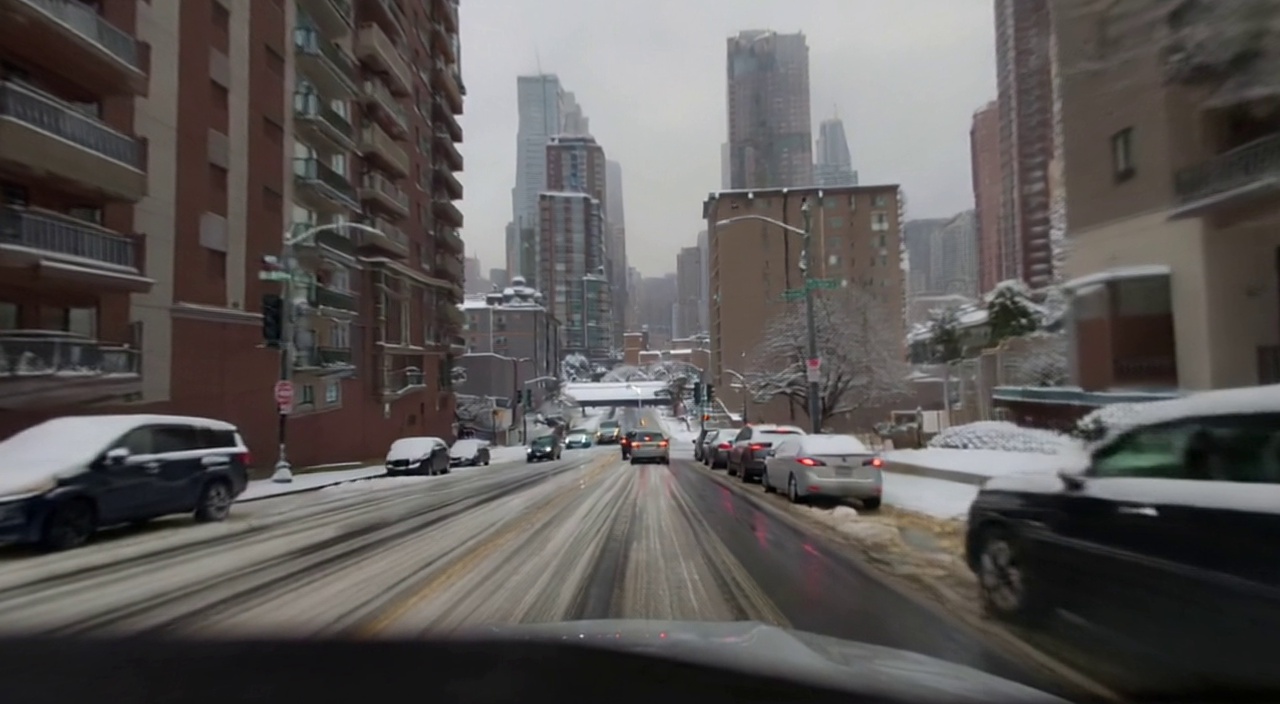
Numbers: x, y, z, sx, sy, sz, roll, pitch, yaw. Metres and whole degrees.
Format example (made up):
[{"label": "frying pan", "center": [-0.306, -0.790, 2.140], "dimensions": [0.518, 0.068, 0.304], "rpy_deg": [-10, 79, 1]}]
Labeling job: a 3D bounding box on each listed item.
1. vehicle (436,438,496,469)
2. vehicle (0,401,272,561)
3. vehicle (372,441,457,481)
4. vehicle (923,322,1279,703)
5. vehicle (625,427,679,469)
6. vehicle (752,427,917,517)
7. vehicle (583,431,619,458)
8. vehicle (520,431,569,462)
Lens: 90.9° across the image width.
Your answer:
[{"label": "vehicle", "center": [-9.298, 5.476, 34.114], "dimensions": [2.002, 1.546, 4.339], "rpy_deg": [0, -8, 0]}, {"label": "vehicle", "center": [-9.251, 2.064, 10.911], "dimensions": [2.457, 2.048, 5.461], "rpy_deg": [0, -8, 0]}, {"label": "vehicle", "center": [-9.211, 4.462, 26.195], "dimensions": [2.021, 1.474, 4.337], "rpy_deg": [0, -8, -2]}, {"label": "vehicle", "center": [3.718, 0.863, 3.165], "dimensions": [2.260, 1.789, 4.810], "rpy_deg": [0, -8, -1]}, {"label": "vehicle", "center": [0.539, 4.337, 28.633], "dimensions": [2.261, 1.740, 4.065], "rpy_deg": [0, -8, 1]}, {"label": "vehicle", "center": [3.640, 2.335, 12.785], "dimensions": [2.033, 1.470, 4.502], "rpy_deg": [-1, -8, 2]}, {"label": "vehicle", "center": [-2.613, 6.366, 43.321], "dimensions": [2.219, 1.746, 4.197], "rpy_deg": [0, -8, 0]}, {"label": "vehicle", "center": [-5.982, 6.003, 40.166], "dimensions": [2.345, 1.831, 4.828], "rpy_deg": [-1, -8, 1]}]
